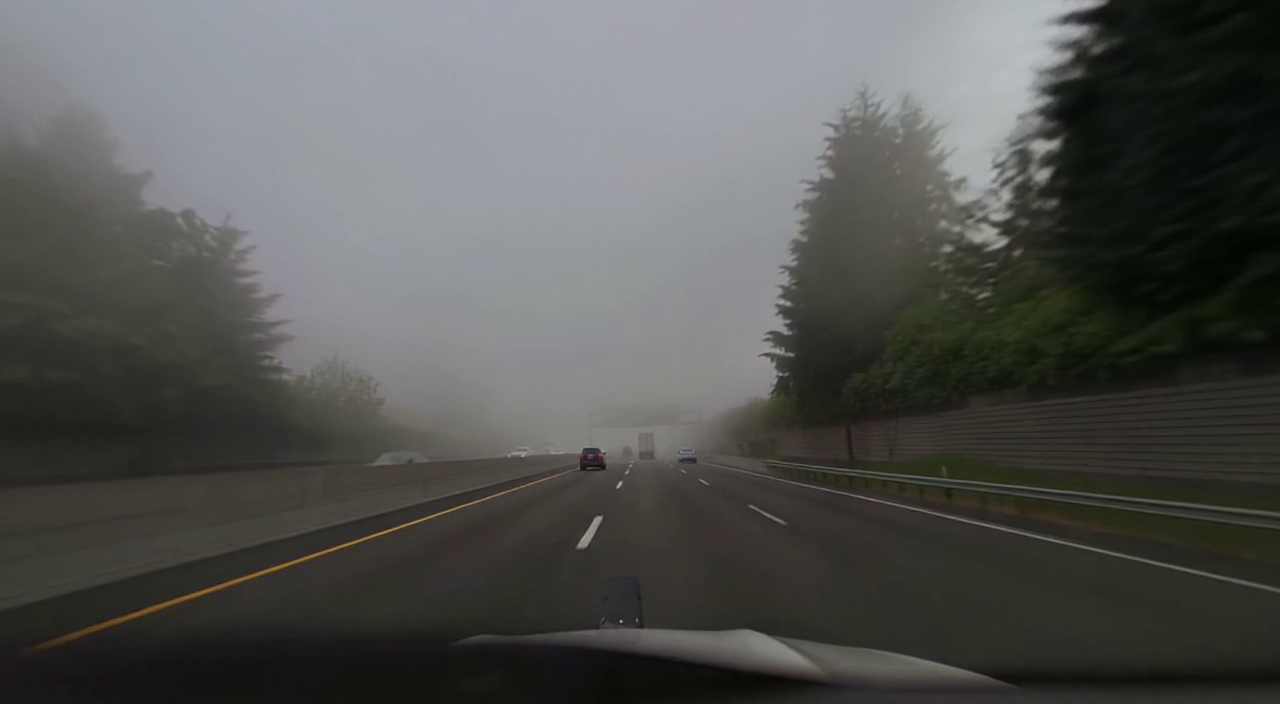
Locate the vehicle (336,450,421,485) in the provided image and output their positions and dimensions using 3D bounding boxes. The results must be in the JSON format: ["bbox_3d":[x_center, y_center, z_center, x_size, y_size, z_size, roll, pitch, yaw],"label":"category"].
[{"bbox_3d":[-11.857,5.256,28.967,1.942,1.450,4.455,0,-9,1],"label":"vehicle"}]

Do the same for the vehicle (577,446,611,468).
[{"bbox_3d":[-3.190,7.377,44.514,2.020,1.475,4.434,0,-9,0],"label":"vehicle"}]
